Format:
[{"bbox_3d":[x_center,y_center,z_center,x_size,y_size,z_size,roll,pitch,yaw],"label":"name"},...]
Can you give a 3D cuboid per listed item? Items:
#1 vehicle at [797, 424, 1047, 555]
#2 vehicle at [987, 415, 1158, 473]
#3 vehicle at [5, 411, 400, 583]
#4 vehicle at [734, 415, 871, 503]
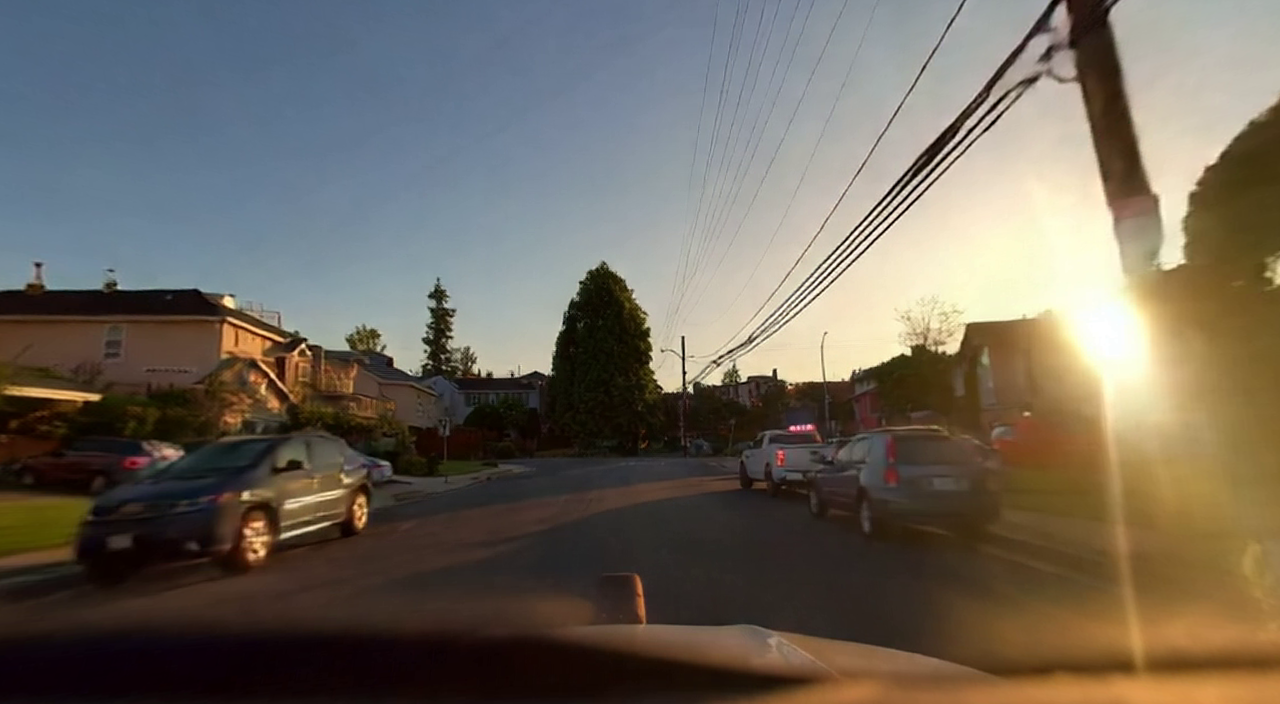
[{"bbox_3d":[3.893,1.943,9.608,1.848,1.550,4.054,0,-8,-1],"label":"vehicle"},{"bbox_3d":[15.373,3.282,22.609,4.514,1.921,2.038,-1,-8,2],"label":"vehicle"},{"bbox_3d":[-6.014,2.043,9.968,2.322,1.913,5.582,0,-8,-1],"label":"vehicle"},{"bbox_3d":[3.987,2.757,16.595,2.205,1.923,5.178,0,-8,0],"label":"vehicle"}]
